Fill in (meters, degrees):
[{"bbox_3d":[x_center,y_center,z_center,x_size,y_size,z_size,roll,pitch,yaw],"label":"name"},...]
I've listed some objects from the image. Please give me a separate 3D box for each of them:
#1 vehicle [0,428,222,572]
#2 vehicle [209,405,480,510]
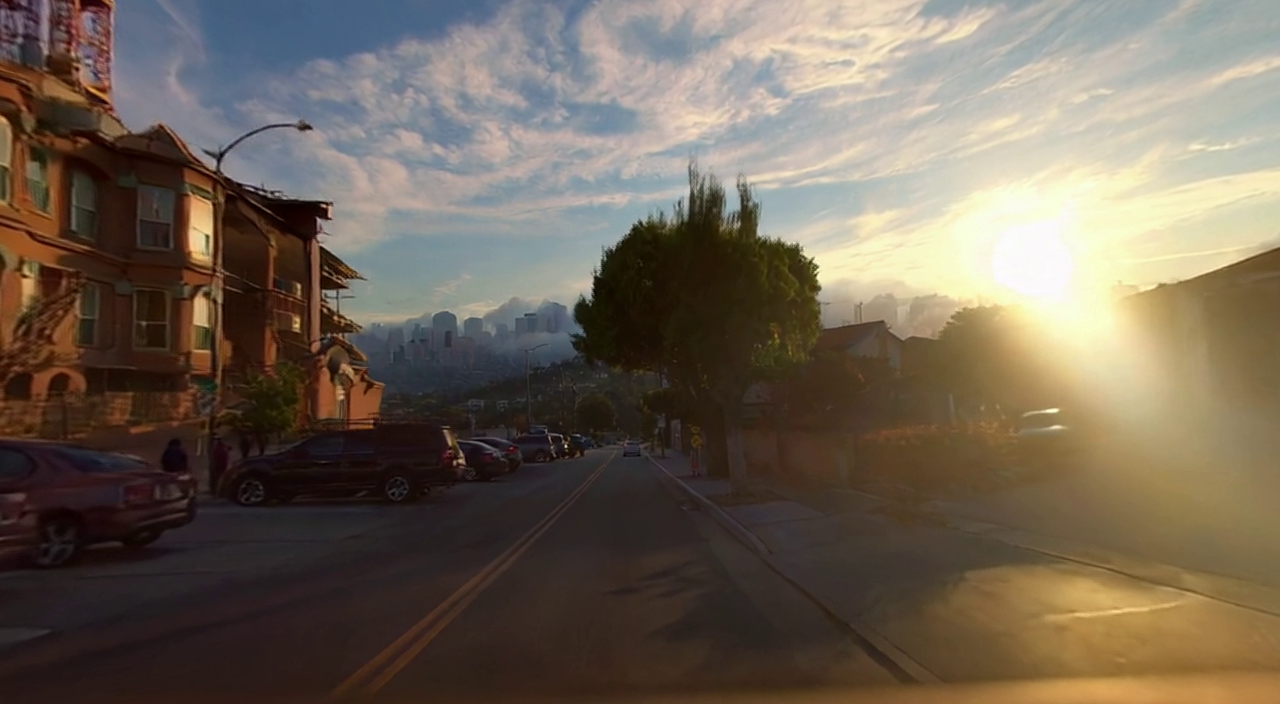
[{"bbox_3d":[-8.077,1.798,8.054,4.065,1.599,1.890,0,-8,-3],"label":"vehicle"},{"bbox_3d":[-7.227,2.656,16.113,5.592,2.439,2.515,0,-9,-1],"label":"vehicle"}]
